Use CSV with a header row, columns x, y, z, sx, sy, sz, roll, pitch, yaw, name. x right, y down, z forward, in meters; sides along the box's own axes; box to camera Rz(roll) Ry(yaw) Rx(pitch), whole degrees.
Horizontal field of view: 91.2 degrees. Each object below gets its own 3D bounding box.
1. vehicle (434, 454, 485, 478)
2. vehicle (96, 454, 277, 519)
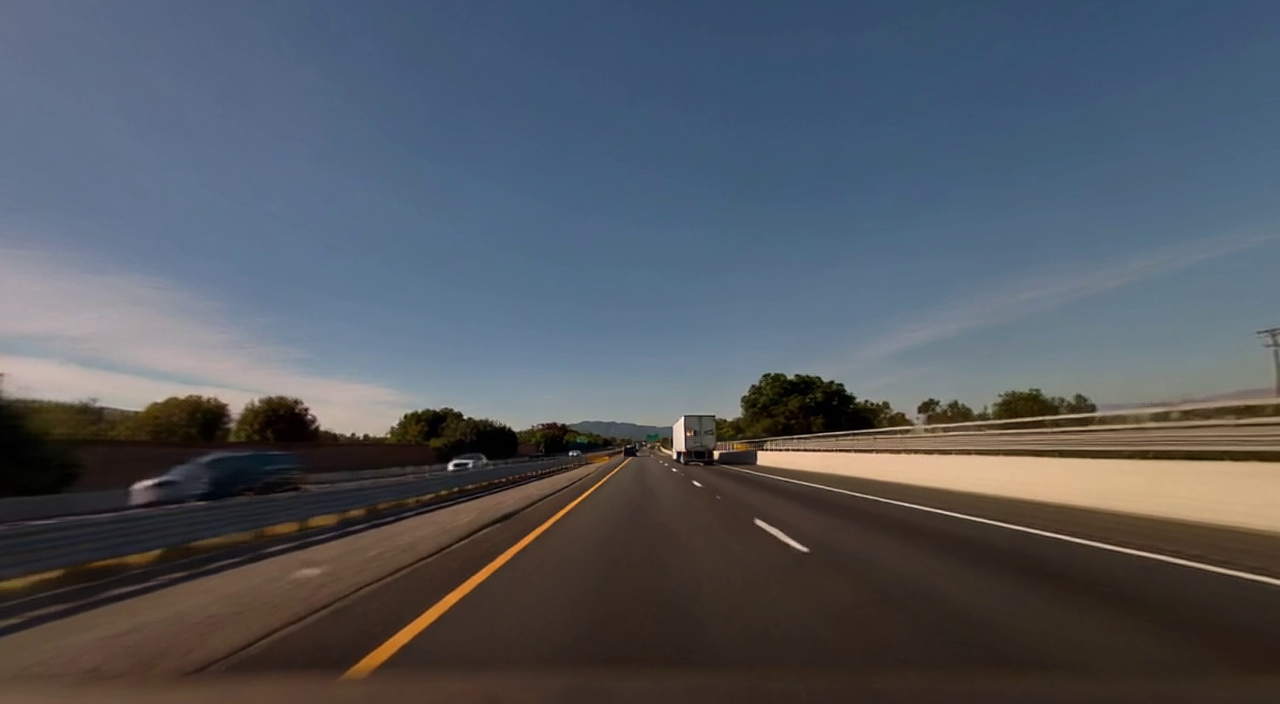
x,y,z,sx,sy,sz,roll,pitch,yaw,name
-12.180,7.698,42.562,1.942,1.522,4.845,-1,-9,1,vehicle
-13.113,3.862,18.568,1.945,1.641,4.495,-1,-9,1,vehicle
